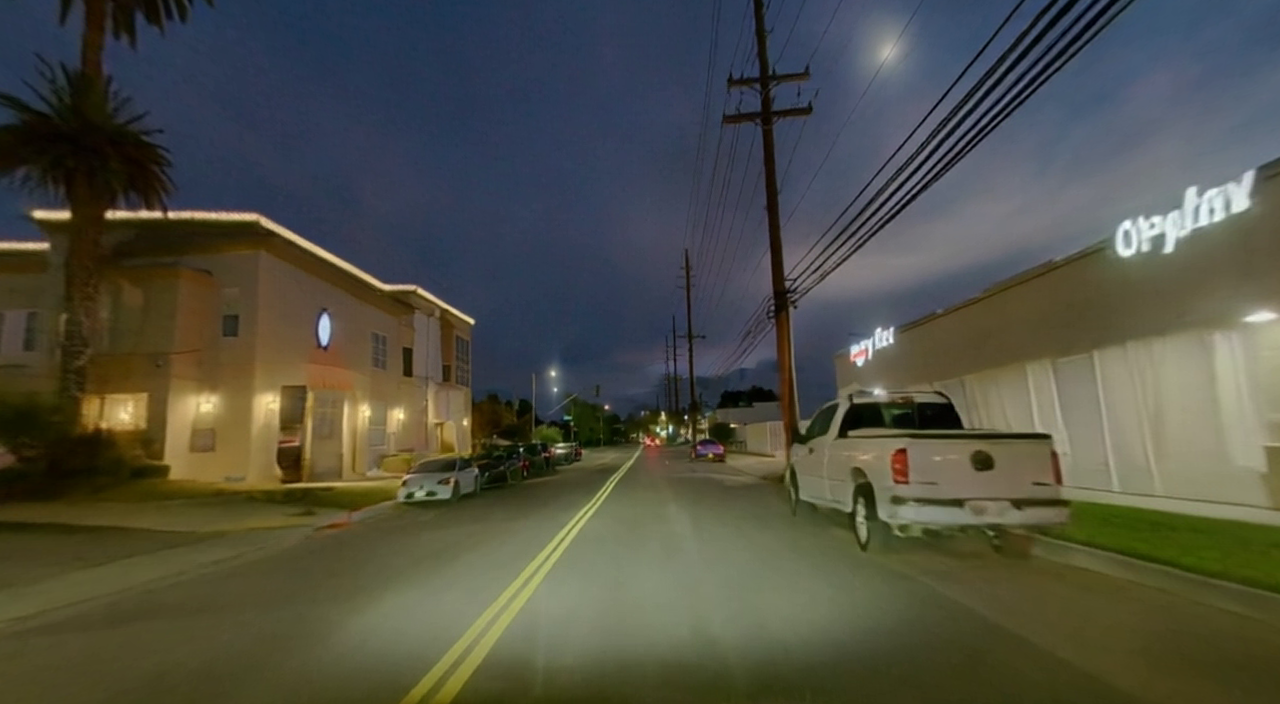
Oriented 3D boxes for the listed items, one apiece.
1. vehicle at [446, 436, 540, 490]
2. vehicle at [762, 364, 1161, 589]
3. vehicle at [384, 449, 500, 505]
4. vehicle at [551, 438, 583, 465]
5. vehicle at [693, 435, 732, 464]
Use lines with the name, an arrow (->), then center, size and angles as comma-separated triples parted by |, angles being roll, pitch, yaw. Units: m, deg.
vehicle -> -5.574, 4.265, 24.706 | 2.286, 1.836, 5.088 | -1, -8, 2
vehicle -> 3.628, 1.602, 9.050 | 2.485, 2.123, 6.029 | 0, -8, 0
vehicle -> -5.841, 3.723, 19.319 | 1.982, 1.453, 4.577 | 0, -8, 1
vehicle -> -5.439, 7.468, 47.563 | 2.126, 1.864, 4.831 | 0, -8, -3
vehicle -> 4.256, 5.778, 37.542 | 1.948, 1.607, 4.873 | -1, -8, 3
